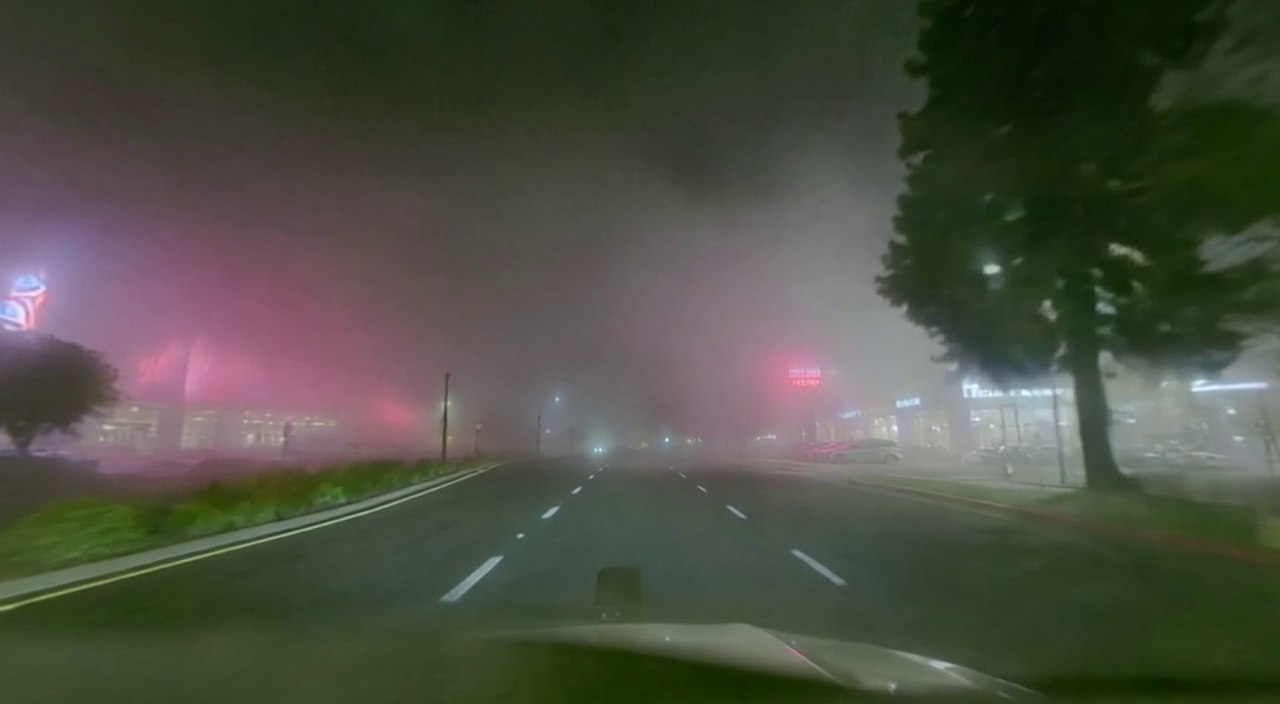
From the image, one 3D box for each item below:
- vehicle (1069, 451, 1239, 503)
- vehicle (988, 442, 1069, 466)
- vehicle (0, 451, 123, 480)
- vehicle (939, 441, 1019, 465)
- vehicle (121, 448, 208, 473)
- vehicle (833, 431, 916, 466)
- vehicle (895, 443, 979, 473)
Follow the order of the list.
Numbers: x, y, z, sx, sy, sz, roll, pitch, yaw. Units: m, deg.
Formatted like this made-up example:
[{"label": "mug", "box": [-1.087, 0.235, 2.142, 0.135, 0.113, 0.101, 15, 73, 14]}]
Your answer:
[{"label": "vehicle", "box": [16.906, 4.098, 20.936, 3.889, 1.590, 1.950, 0, -8, 0]}, {"label": "vehicle", "box": [24.701, 6.480, 40.374, 1.950, 1.473, 4.126, 2, -9, -14]}, {"label": "vehicle", "box": [-30.647, 5.979, 33.400, 4.880, 1.464, 1.953, 0, -8, 1]}, {"label": "vehicle", "box": [21.803, 6.489, 40.816, 1.908, 1.469, 4.354, 3, -9, -18]}, {"label": "vehicle", "box": [-30.543, 6.957, 40.625, 4.104, 1.576, 1.852, 0, -8, 2]}, {"label": "vehicle", "box": [14.781, 6.147, 40.319, 2.189, 1.951, 5.828, -1, -9, -10]}, {"label": "vehicle", "box": [15.724, 5.611, 33.774, 1.936, 1.464, 4.867, 0, -8, -3]}]
